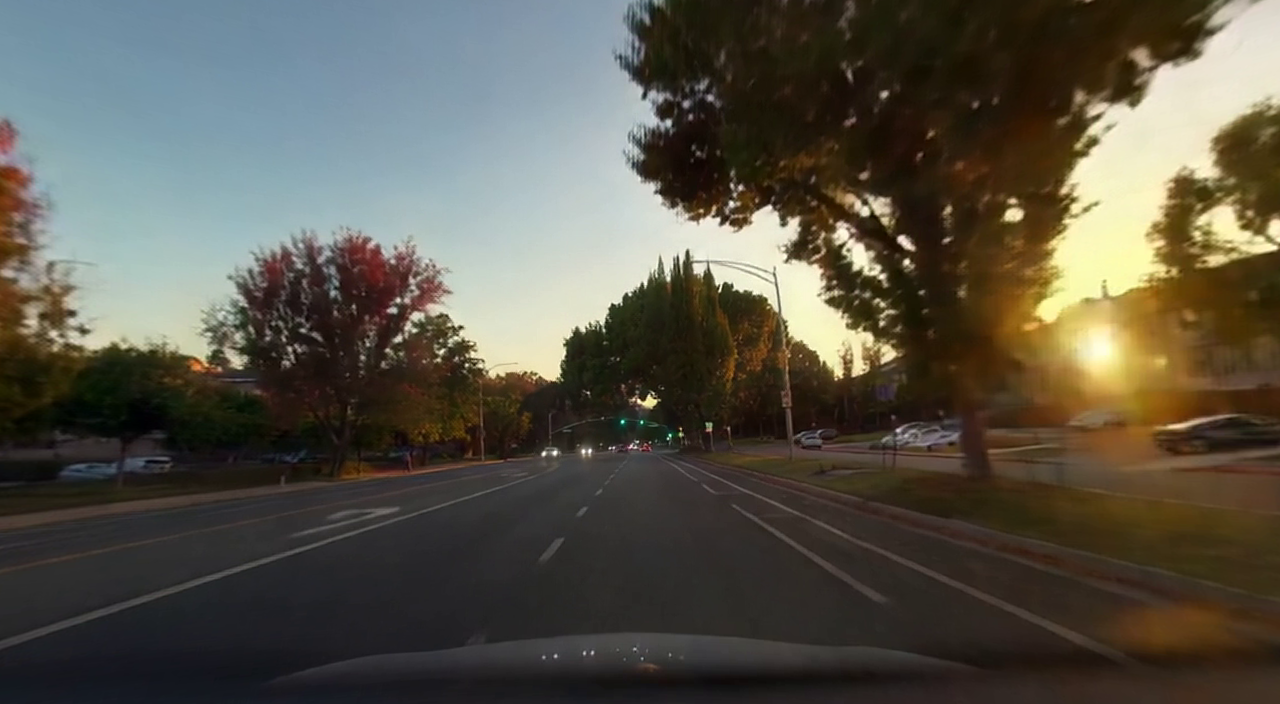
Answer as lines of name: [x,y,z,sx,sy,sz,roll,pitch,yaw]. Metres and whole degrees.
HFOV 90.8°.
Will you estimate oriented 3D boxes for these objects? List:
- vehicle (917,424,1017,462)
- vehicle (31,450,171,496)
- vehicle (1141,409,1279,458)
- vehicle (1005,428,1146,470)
vehicle: [15.639,4.409,30.556,2.106,1.670,5.008,0,-8,0]
vehicle: [-24.652,5.526,29.001,4.715,1.451,1.863,-5,-3,-3]
vehicle: [22.462,3.071,23.781,5.268,1.720,2.149,-1,-9,1]
vehicle: [16.002,3.612,23.607,1.849,1.415,4.801,0,-8,0]
